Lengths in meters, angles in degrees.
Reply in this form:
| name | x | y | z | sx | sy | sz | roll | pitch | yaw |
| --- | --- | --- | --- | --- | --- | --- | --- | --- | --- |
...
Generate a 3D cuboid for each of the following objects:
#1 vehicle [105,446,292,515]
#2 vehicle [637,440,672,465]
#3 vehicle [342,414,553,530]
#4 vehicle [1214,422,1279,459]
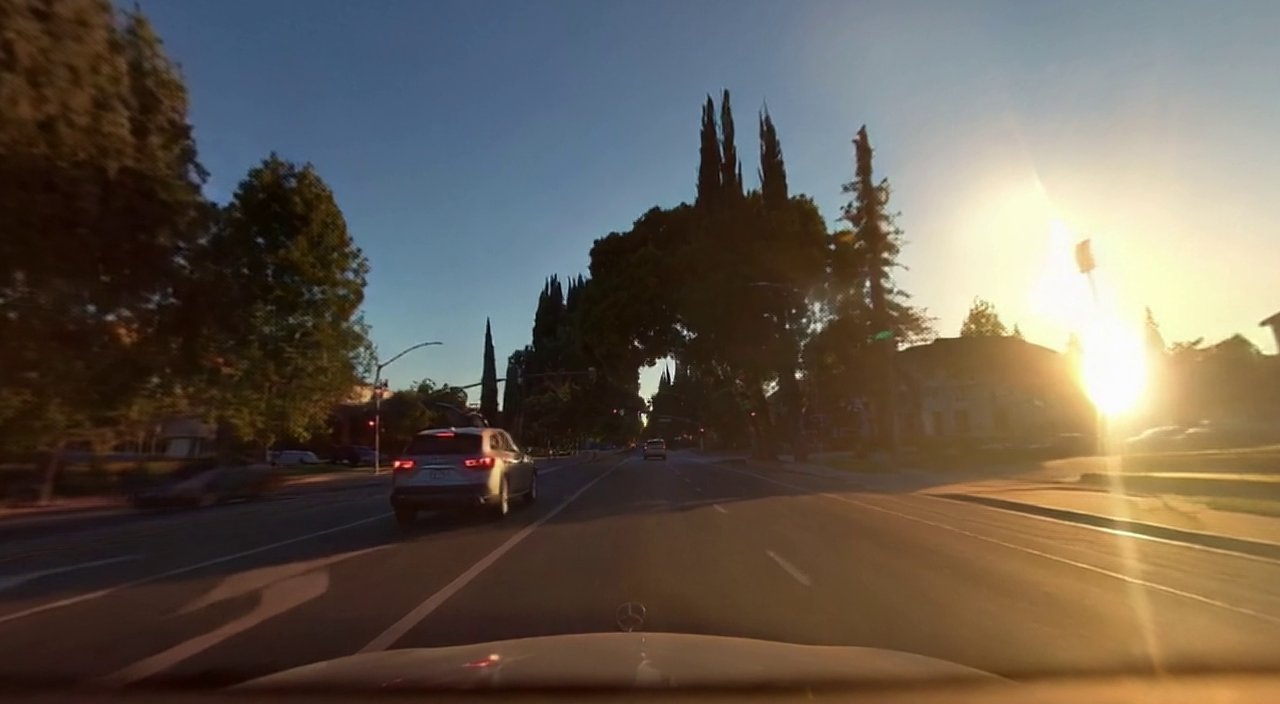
| name | x | y | z | sx | sy | sz | roll | pitch | yaw |
| --- | --- | --- | --- | --- | --- | --- | --- | --- | --- |
| vehicle | -11.829 | 3.414 | 17.358 | 1.914 | 1.632 | 4.377 | 0 | -9 | 0 |
| vehicle | 1.032 | 7.629 | 48.007 | 2.437 | 1.737 | 4.420 | 0 | -9 | -2 |
| vehicle | -3.425 | 2.313 | 12.733 | 2.459 | 1.825 | 5.380 | 0 | -9 | 1 |
| vehicle | 33.005 | 4.545 | 32.577 | 2.003 | 1.734 | 4.821 | -4 | -8 | 0 |
